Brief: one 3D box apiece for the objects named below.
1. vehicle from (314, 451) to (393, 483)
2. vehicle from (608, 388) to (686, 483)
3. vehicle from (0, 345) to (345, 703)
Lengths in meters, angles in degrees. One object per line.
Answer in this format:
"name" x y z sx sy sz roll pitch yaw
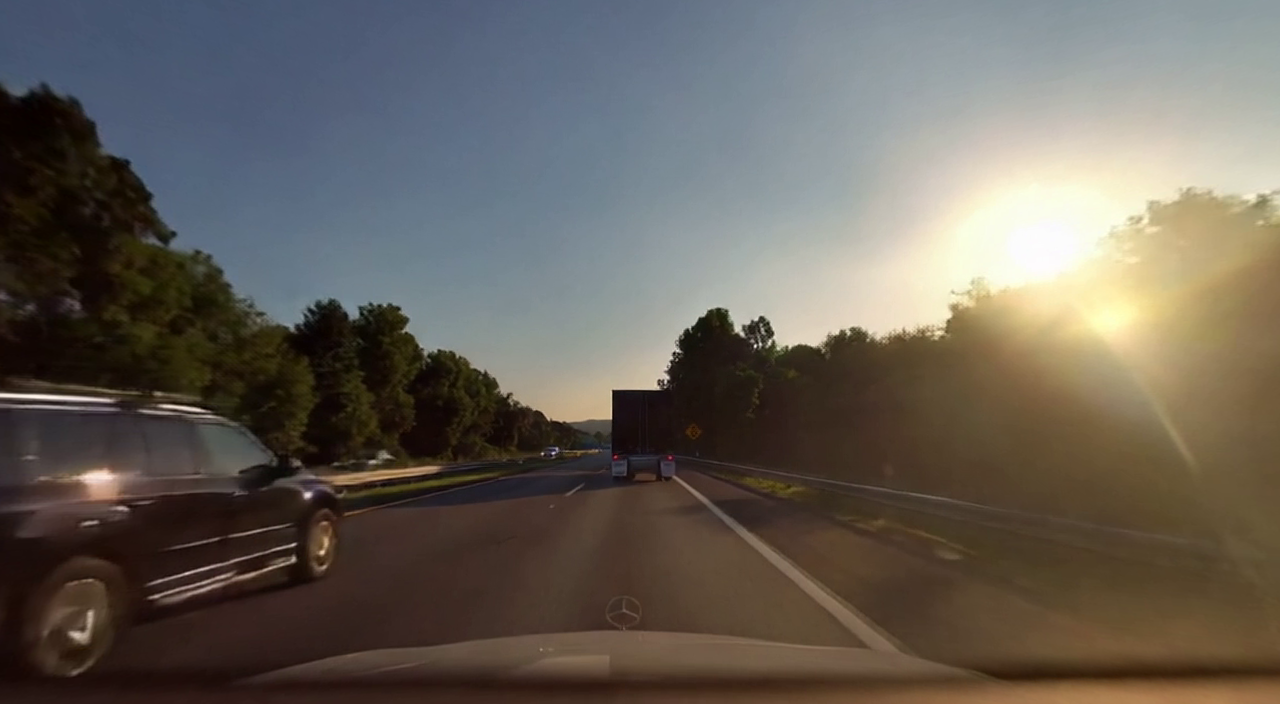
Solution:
"vehicle" -14.487 5.805 32.165 1.906 1.484 4.437 0 -9 0
"vehicle" 0.114 3.760 27.882 2.913 3.530 8.648 0 -9 -2
"vehicle" -3.558 0.900 2.998 2.160 1.661 4.388 0 -9 0
